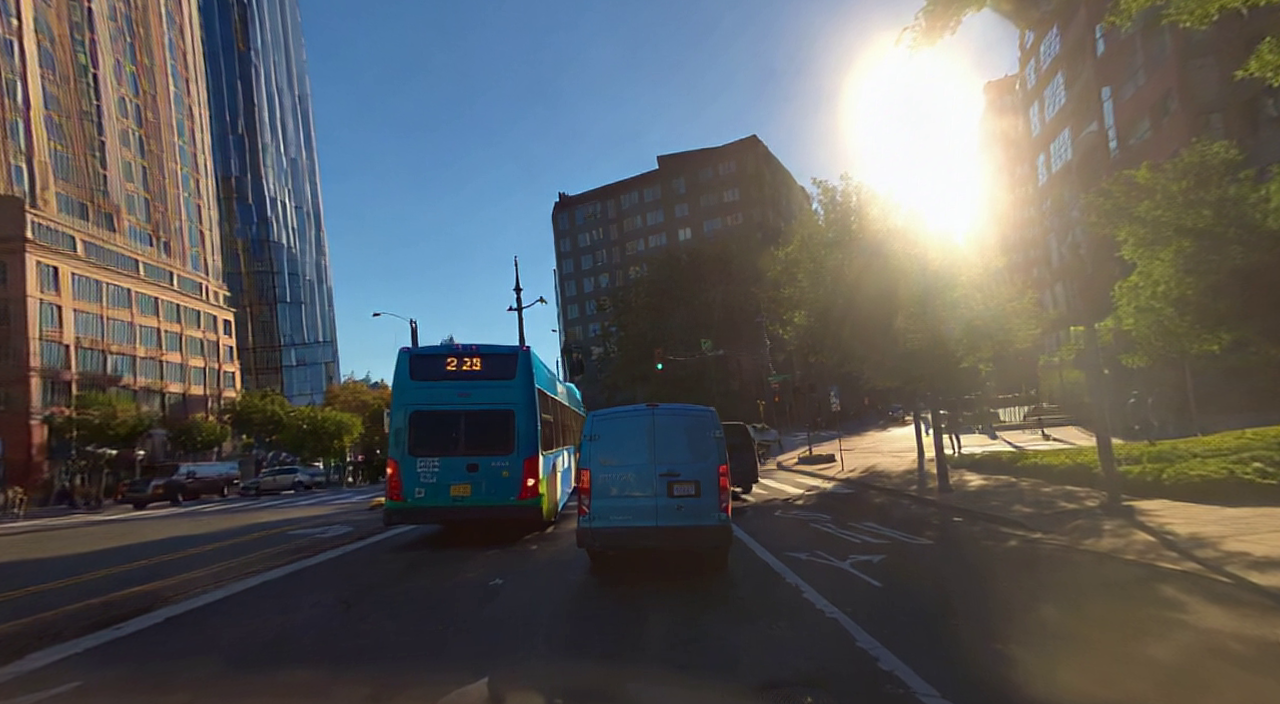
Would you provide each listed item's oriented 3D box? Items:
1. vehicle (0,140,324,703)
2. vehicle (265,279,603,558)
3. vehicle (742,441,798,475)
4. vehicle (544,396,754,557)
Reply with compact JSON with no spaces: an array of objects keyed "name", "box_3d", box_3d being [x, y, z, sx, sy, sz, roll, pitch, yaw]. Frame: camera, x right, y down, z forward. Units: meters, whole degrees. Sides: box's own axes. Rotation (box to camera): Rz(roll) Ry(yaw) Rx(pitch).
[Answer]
[{"name":"vehicle","box_3d":[-2.758,0.329,0.217,2.329,2.089,5.659,0,-9,0]},{"name":"vehicle","box_3d":[-2.907,1.798,14.586,3.042,3.445,13.615,0,-9,1]},{"name":"vehicle","box_3d":[6.197,5.088,30.448,1.919,1.529,4.059,0,-9,1]},{"name":"vehicle","box_3d":[0.130,1.815,9.767,2.500,1.912,4.270,0,-9,1]}]
